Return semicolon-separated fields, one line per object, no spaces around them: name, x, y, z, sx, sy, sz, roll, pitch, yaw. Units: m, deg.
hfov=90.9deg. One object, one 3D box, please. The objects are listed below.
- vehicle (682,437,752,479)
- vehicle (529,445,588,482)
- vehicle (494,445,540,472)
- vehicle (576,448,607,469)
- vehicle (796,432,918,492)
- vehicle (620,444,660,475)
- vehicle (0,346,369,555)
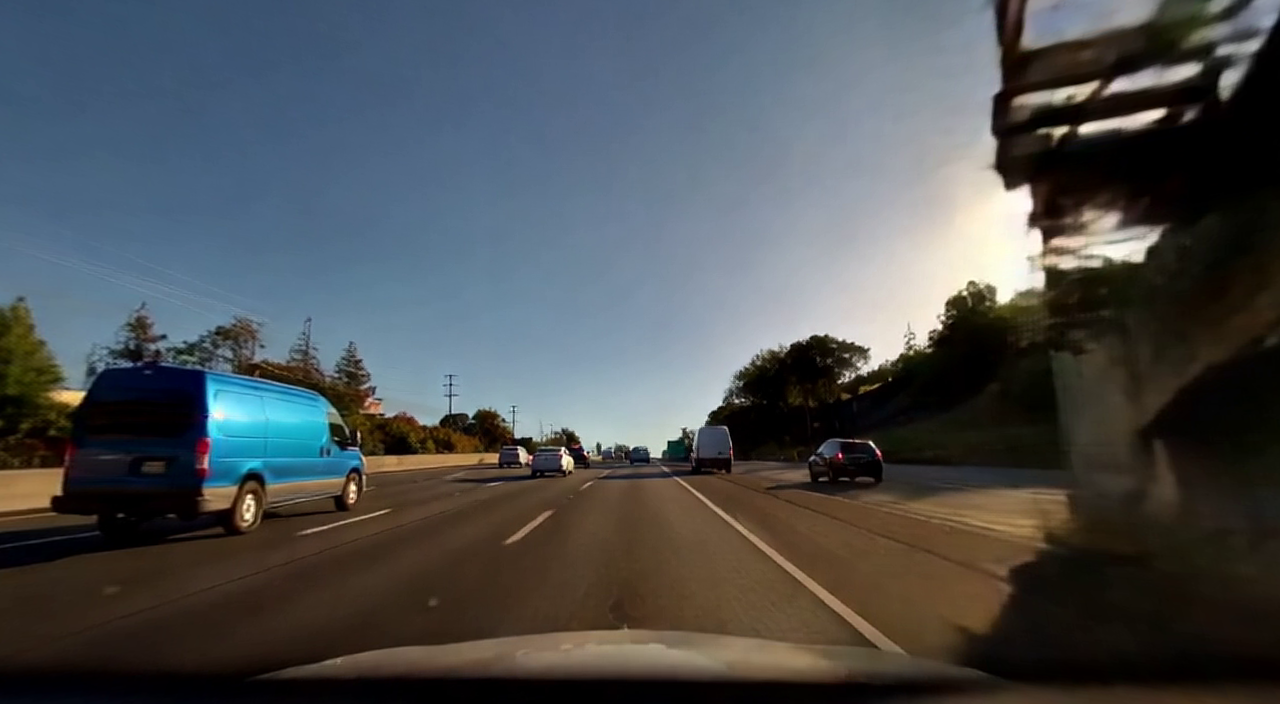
vehicle;3.700;5.254;31.551;2.777;1.895;5.710;0;-9;0
vehicle;-3.493;4.860;27.733;1.970;1.483;4.071;0;-9;1
vehicle;-7.638;6.655;39.558;1.961;1.562;4.301;0;-9;1
vehicle;-3.555;7.885;47.100;1.987;1.466;4.341;0;-9;0
vehicle;7.422;3.832;22.430;2.304;1.840;5.706;0;-9;0
vehicle;0.010;5.950;35.218;2.115;1.617;4.102;0;-9;1
vehicle;-7.563;1.748;11.498;2.336;2.708;6.421;0;-9;0
